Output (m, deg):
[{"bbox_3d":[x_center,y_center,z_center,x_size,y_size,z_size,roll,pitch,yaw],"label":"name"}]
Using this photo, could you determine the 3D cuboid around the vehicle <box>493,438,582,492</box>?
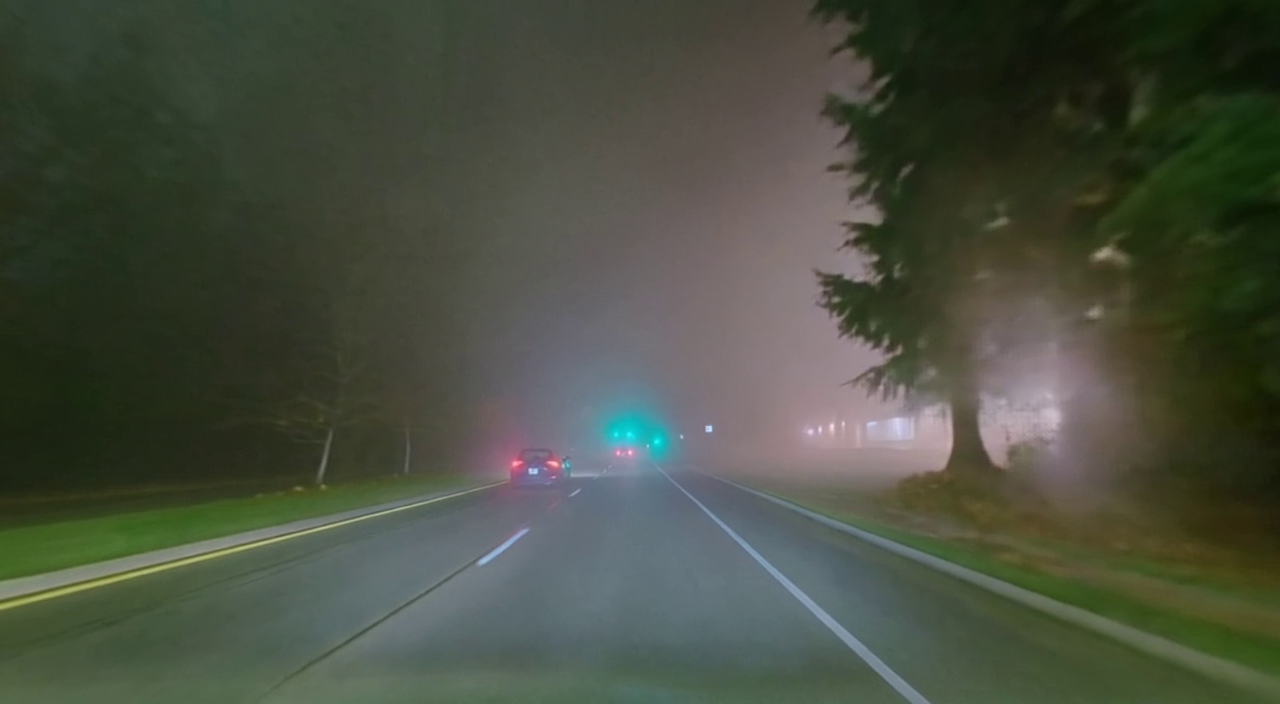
[{"bbox_3d":[-3.402,3.888,22.109,2.202,1.685,4.772,0,-9,1],"label":"vehicle"}]
